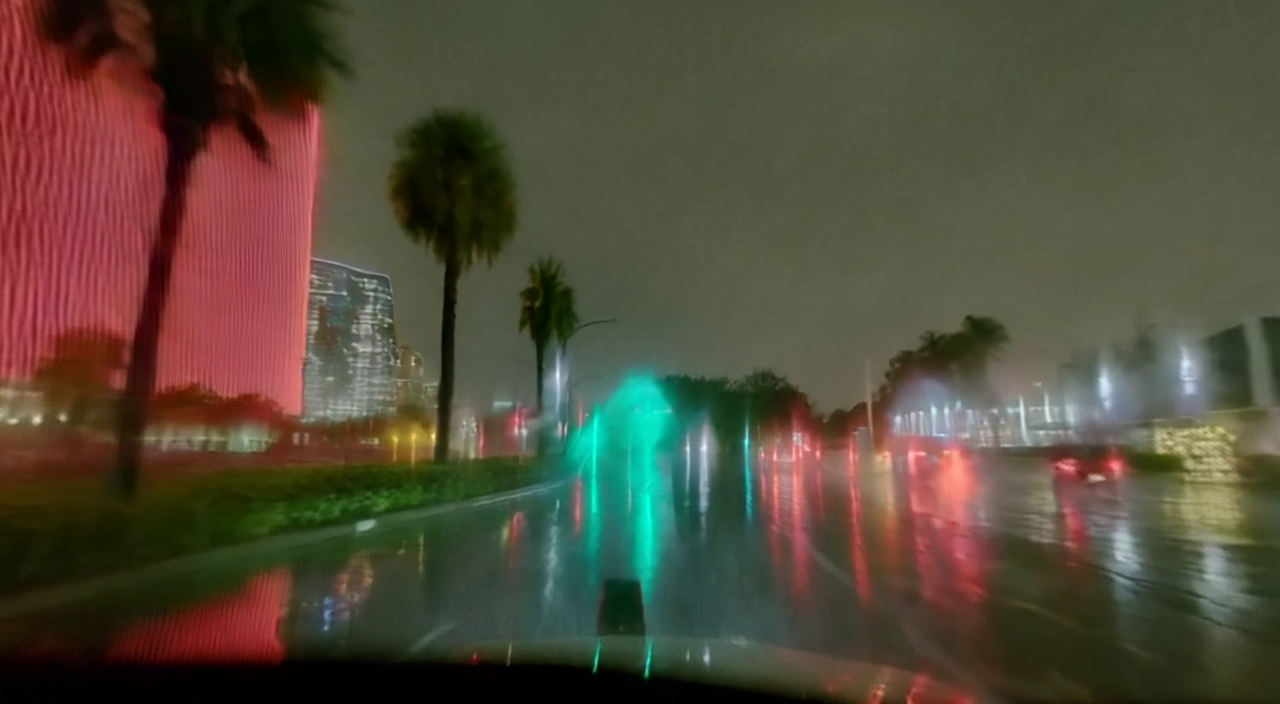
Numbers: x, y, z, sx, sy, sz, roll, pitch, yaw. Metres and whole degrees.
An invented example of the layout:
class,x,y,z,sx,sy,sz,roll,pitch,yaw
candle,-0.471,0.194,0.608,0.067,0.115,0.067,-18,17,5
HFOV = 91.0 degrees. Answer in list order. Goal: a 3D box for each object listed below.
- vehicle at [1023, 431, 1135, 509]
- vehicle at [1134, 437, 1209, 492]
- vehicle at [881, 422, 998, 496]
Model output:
class,x,y,z,sx,sy,sz,roll,pitch,yaw
vehicle,14.031,3.759,20.258,2.219,2.342,1.744,-1,-9,6
vehicle,30.769,6.612,36.619,2.645,2.817,3.475,-10,-17,33
vehicle,9.598,3.403,20.403,1.813,2.150,3.038,4,-7,-16
